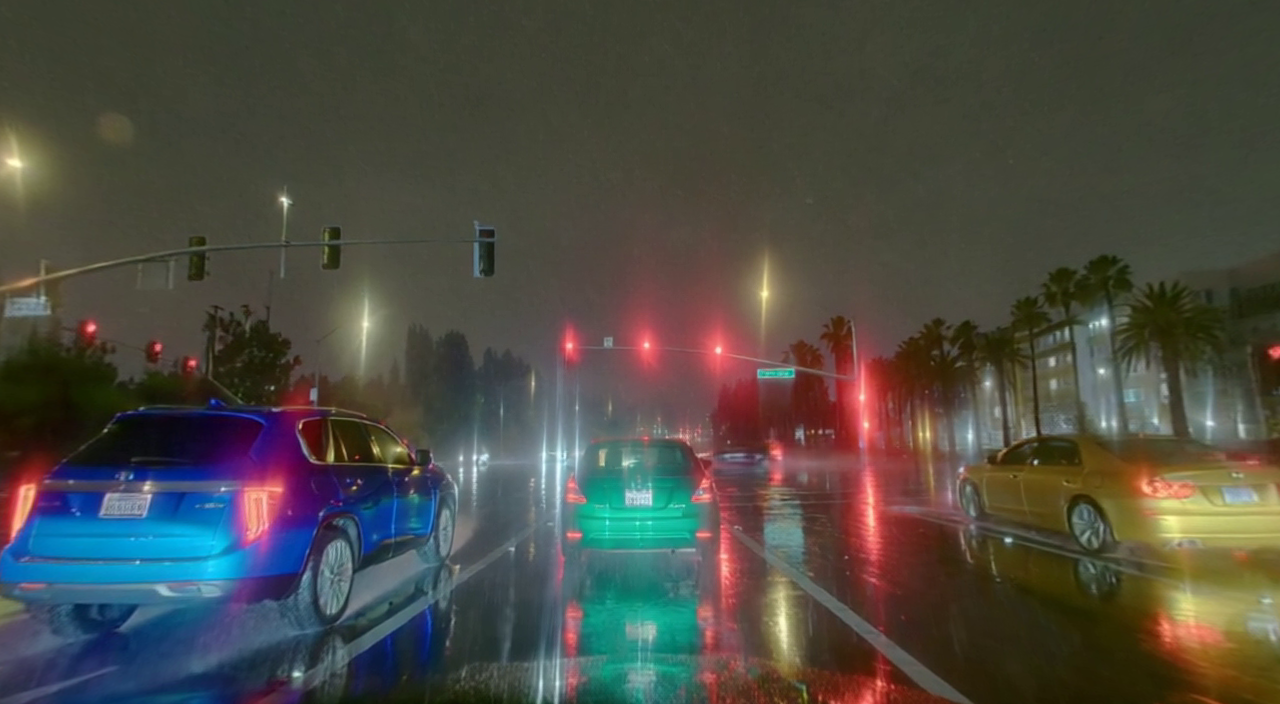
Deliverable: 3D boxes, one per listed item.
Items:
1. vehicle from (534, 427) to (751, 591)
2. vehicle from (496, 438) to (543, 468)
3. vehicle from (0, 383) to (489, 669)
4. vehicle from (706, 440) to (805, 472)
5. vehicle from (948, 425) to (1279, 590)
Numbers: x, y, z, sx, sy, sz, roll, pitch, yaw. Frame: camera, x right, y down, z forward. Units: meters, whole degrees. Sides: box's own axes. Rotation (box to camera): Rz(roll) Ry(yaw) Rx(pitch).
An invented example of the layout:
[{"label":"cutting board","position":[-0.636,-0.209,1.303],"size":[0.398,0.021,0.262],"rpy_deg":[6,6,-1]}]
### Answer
[{"label":"vehicle","position":[-0.004,1.705,7.718],"size":[1.942,1.445,3.973],"rpy_deg":[0,-8,-1]},{"label":"vehicle","position":[-7.937,6.698,42.041],"size":[2.130,1.810,4.450],"rpy_deg":[-2,-8,1]},{"label":"vehicle","position":[-3.100,1.363,6.071],"size":[2.051,1.682,4.467],"rpy_deg":[0,-8,2]},{"label":"vehicle","position":[5.823,5.299,32.262],"size":[4.705,1.560,1.887],"rpy_deg":[0,-8,0]},{"label":"vehicle","position":[6.087,1.760,8.096],"size":[1.970,1.489,4.482],"rpy_deg":[0,-8,-1]}]
